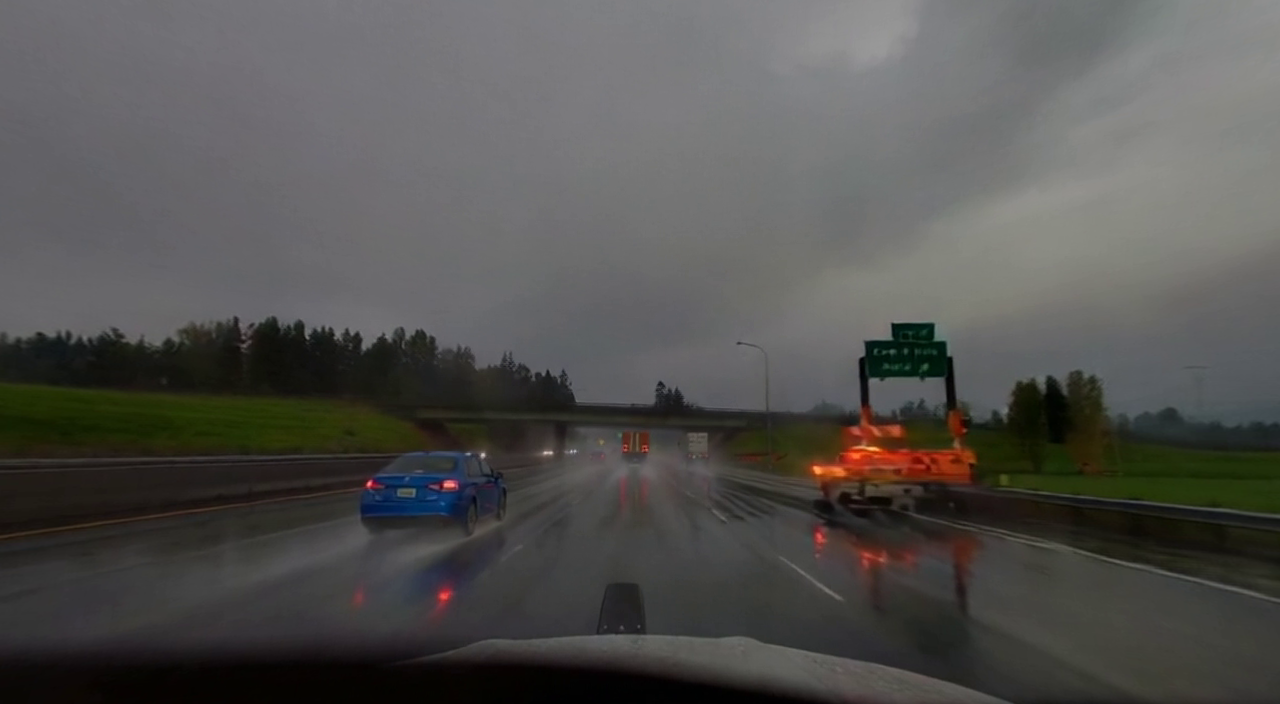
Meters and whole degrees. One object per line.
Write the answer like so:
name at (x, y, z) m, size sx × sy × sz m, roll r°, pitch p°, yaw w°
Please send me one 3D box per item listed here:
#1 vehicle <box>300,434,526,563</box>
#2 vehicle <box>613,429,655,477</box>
vehicle at (-3.317, 2.220, 10.315) m, size 2.088 × 1.643 × 4.215 m, roll 0°, pitch -9°, yaw 0°
vehicle at (-0.508, 6.997, 43.779) m, size 2.672 × 3.056 × 6.900 m, roll 0°, pitch -9°, yaw -2°
